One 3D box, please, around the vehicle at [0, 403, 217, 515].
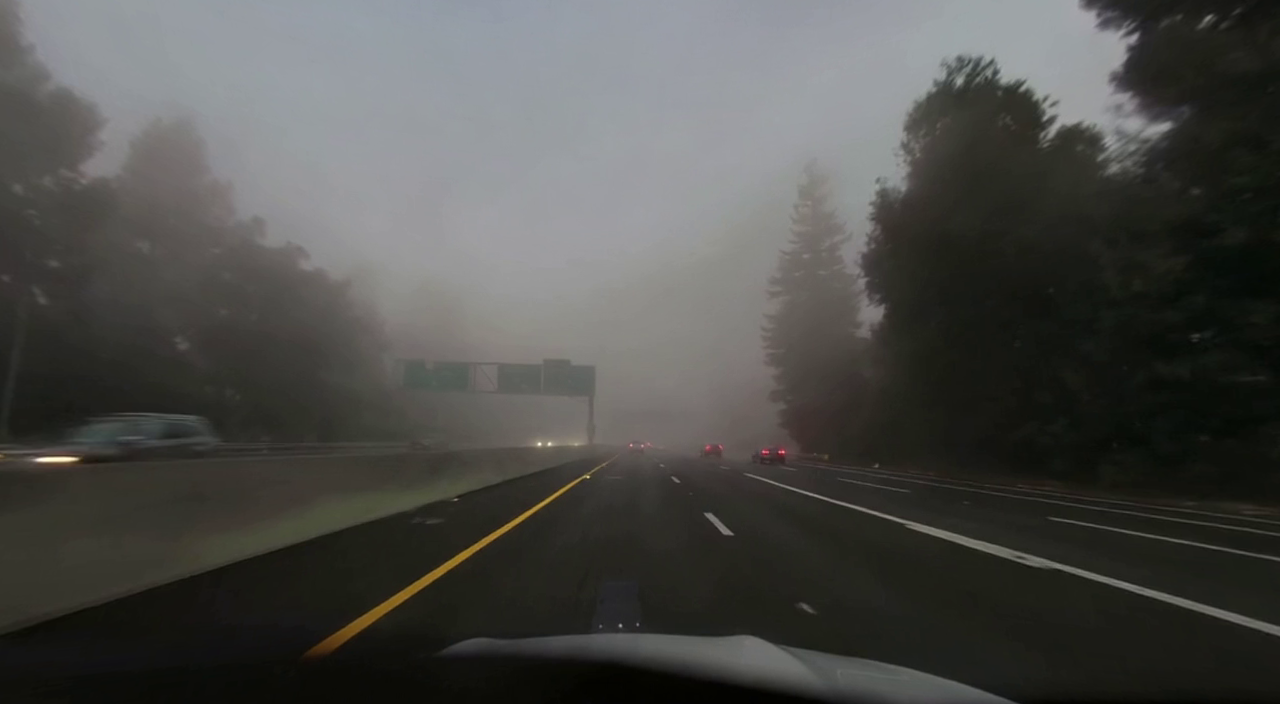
[{"bbox_3d":[-9.407,1.703,10.279,1.947,1.466,4.461,0,-9,0],"label":"vehicle"}]
